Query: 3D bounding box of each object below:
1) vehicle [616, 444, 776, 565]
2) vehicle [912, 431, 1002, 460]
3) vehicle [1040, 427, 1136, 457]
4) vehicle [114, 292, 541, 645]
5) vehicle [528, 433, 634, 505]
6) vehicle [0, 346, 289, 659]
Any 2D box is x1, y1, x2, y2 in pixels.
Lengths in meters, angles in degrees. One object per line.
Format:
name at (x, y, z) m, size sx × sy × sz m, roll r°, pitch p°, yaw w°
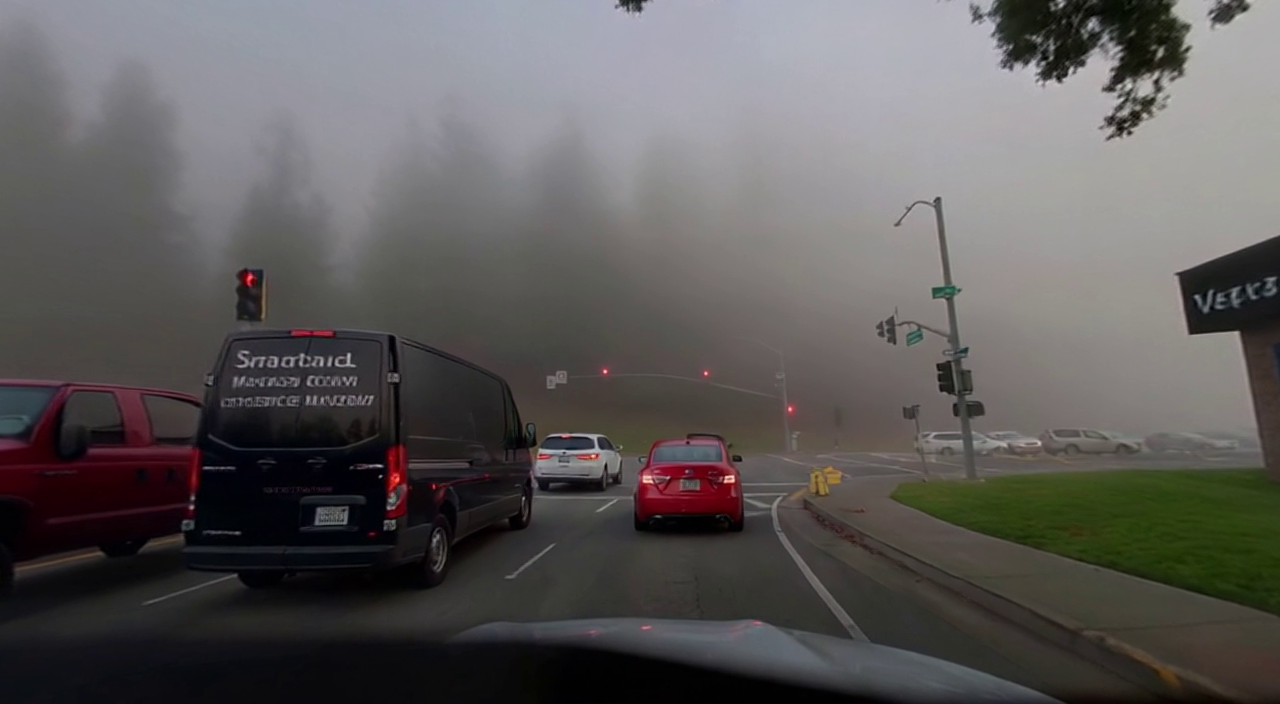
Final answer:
vehicle at (1.085, 2.596, 11.641) m, size 2.398 × 1.773 × 4.254 m, roll -1°, pitch -8°, yaw 7°
vehicle at (21.345, 6.326, 42.461) m, size 5.021 × 1.848 × 2.210 m, roll 1°, pitch -9°, yaw -10°
vehicle at (31.324, 6.322, 44.118) m, size 5.084 × 2.041 × 2.360 m, roll 1°, pitch -9°, yaw -8°
vehicle at (-3.124, 1.379, 8.347) m, size 2.555 × 3.035 × 5.702 m, roll 0°, pitch -8°, yaw 1°
vehicle at (-1.617, 3.466, 19.123) m, size 2.130 × 1.876 × 4.445 m, roll -1°, pitch -9°, yaw 9°
vehicle at (-6.018, 1.315, 5.955) m, size 2.352 × 2.333 × 5.197 m, roll 0°, pitch -8°, yaw 0°
